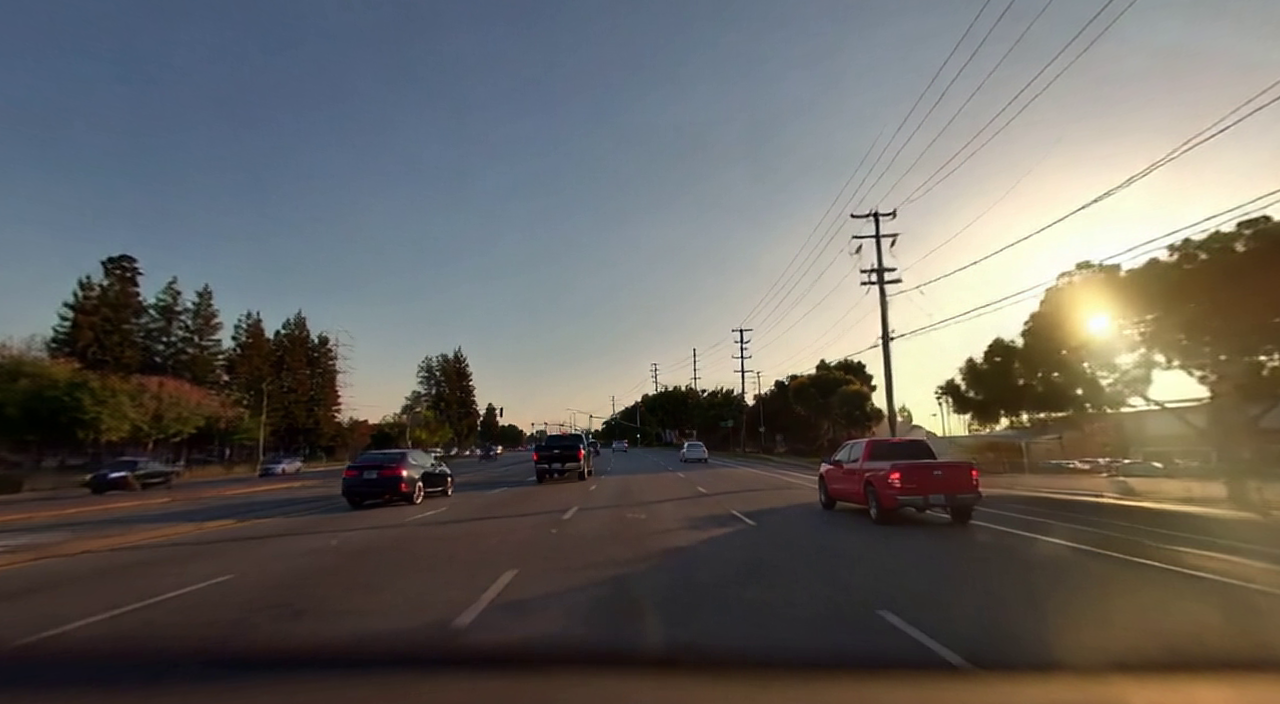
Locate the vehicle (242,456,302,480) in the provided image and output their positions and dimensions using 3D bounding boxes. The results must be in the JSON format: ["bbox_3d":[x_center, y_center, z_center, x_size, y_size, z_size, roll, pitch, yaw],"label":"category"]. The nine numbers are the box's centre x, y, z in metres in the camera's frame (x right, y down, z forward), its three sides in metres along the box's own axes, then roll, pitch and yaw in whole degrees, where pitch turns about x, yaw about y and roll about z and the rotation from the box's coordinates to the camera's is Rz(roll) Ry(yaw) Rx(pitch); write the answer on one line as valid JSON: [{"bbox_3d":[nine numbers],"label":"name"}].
[{"bbox_3d":[-28.809,9.091,49.611,1.911,1.701,4.473,0,-8,1],"label":"vehicle"}]

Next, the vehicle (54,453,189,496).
[{"bbox_3d":[-28.071,6.606,34.586,2.218,2.034,6.104,0,-9,0],"label":"vehicle"}]

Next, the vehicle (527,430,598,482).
[{"bbox_3d":[-3.211,4.495,27.682,2.467,1.991,6.089,0,-9,-1],"label":"vehicle"}]

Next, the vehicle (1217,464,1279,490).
[{"bbox_3d":[36.609,7.317,37.077,3.635,1.401,1.691,-2,-10,3],"label":"vehicle"}]

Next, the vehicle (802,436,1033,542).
[{"bbox_3d":[4.413,2.226,11.024,1.840,1.428,4.602,0,-9,-2],"label":"vehicle"}]

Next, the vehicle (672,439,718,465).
[{"bbox_3d":[3.213,6.001,37.893,2.071,1.435,4.226,0,-9,-4],"label":"vehicle"}]

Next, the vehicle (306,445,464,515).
[{"bbox_3d":[-6.223,3.161,16.186,2.035,1.497,4.723,0,-9,1],"label":"vehicle"}]
